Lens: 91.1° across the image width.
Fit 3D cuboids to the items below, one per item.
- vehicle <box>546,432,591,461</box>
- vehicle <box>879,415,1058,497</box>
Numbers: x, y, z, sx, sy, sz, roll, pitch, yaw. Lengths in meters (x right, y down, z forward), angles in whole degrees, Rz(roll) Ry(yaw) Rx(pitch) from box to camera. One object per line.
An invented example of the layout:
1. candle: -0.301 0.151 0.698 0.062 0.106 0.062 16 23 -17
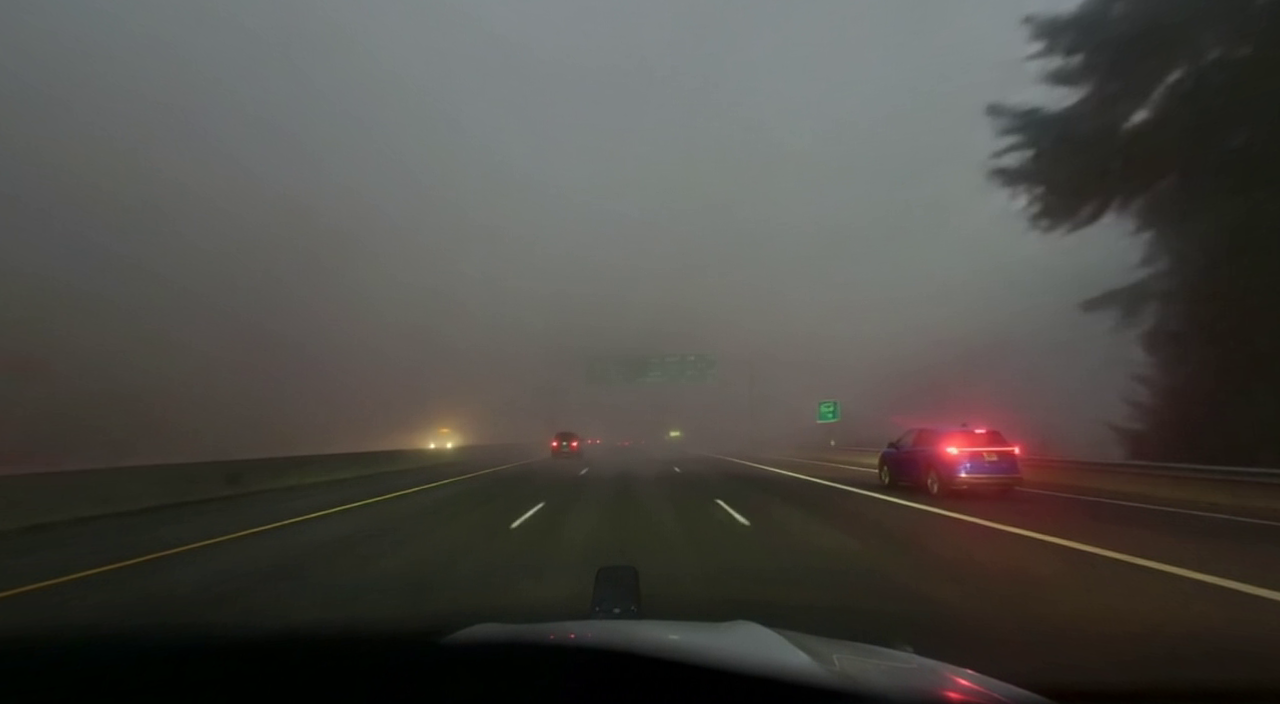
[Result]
1. vehicle: -3.909 5.219 35.002 2.032 1.465 4.316 0 -8 -1
2. vehicle: 7.379 2.351 14.651 1.956 1.634 3.935 0 -8 -1
